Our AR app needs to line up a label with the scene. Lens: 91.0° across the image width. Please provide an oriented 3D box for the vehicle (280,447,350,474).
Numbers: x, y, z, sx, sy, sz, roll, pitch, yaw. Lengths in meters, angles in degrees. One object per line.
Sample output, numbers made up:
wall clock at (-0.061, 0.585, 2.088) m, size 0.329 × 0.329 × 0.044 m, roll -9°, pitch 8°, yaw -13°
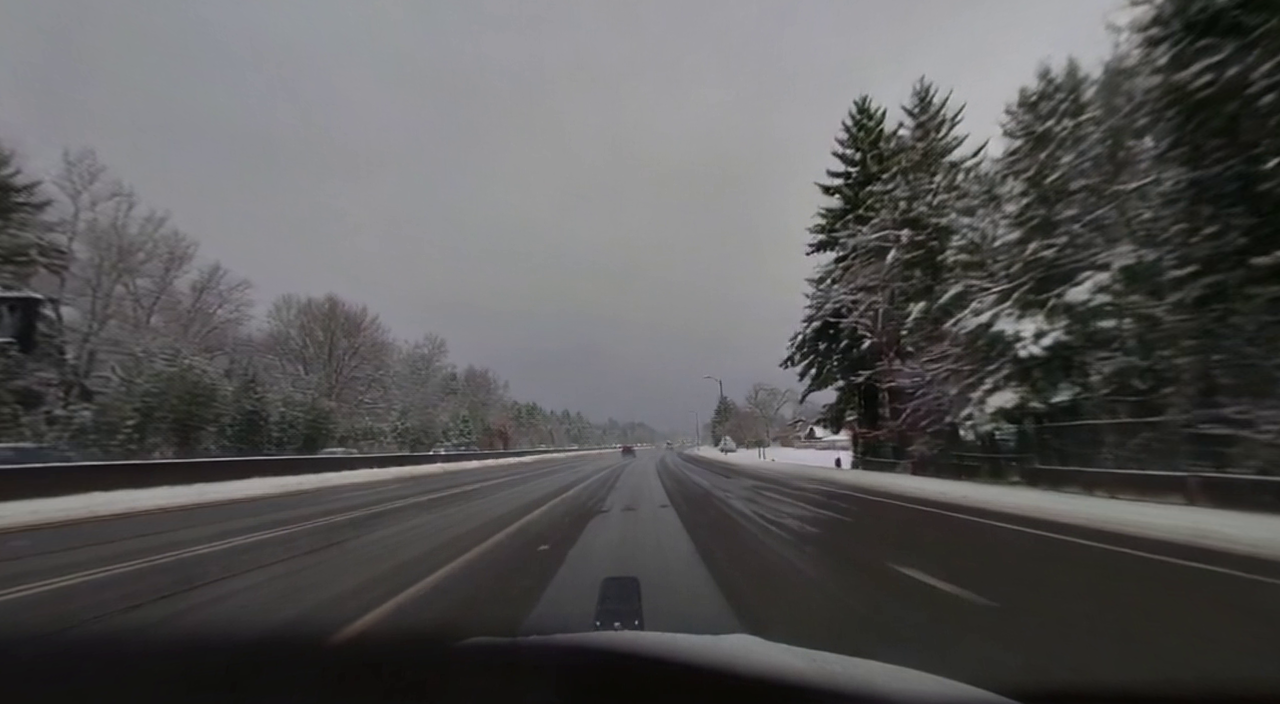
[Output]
vehicle at (-19.379, 6.446, 37.709) m, size 1.859 × 1.505 × 4.142 m, roll 0°, pitch -9°, yaw 2°
